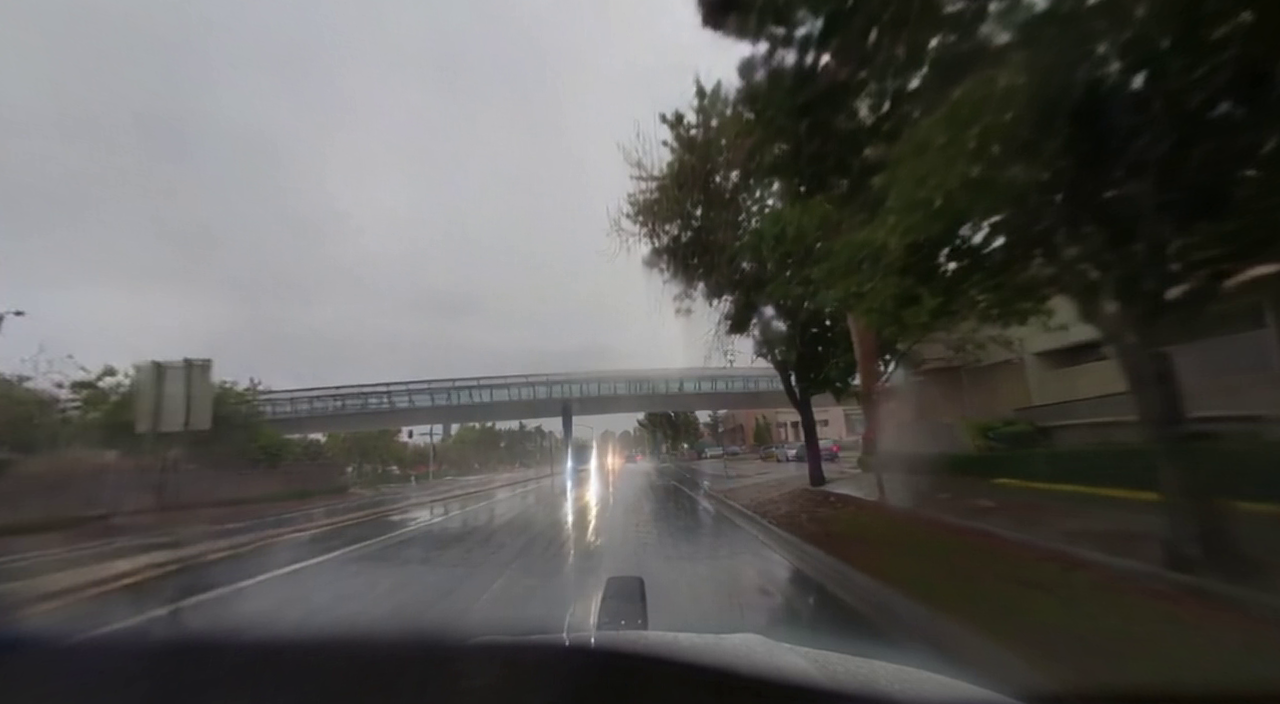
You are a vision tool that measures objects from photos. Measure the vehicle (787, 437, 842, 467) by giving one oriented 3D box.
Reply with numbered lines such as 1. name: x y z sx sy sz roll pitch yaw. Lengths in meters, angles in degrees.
1. vehicle: 11.355 6.552 41.176 2.051 1.534 4.466 -10 -9 -1

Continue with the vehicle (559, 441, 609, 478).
1. vehicle: -4.016 7.848 46.233 2.967 2.369 6.635 -2 -9 0
